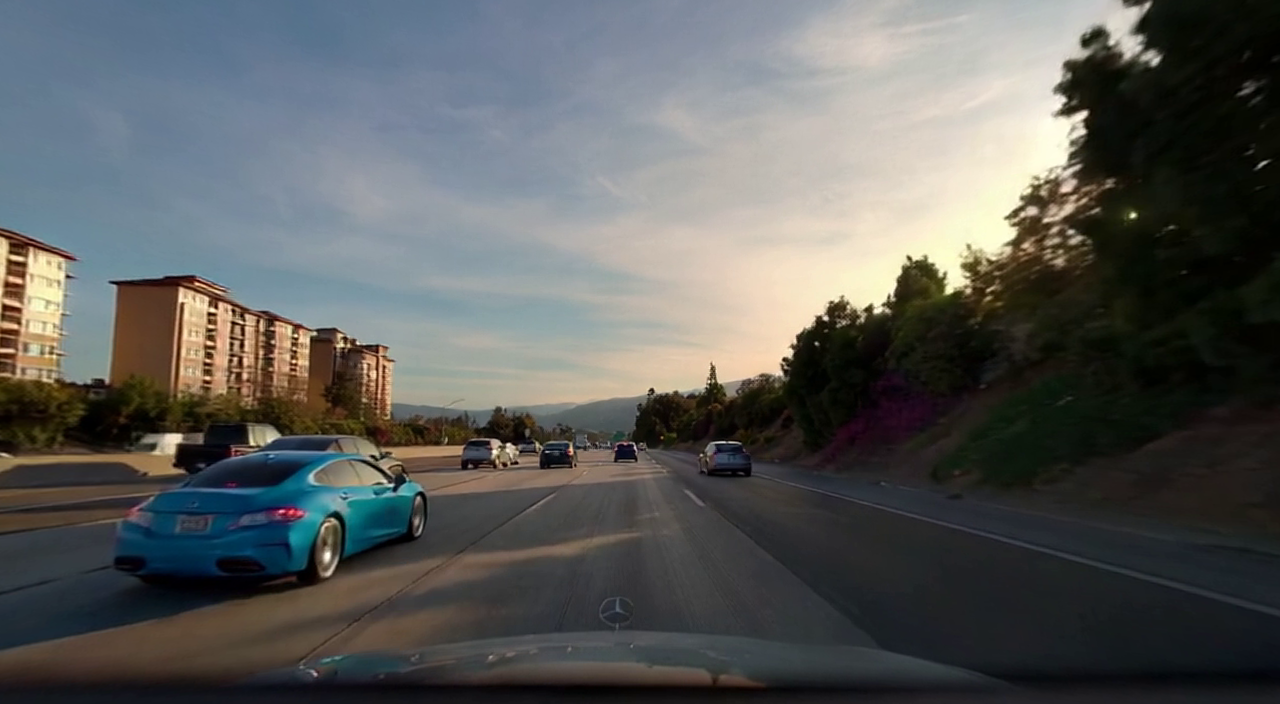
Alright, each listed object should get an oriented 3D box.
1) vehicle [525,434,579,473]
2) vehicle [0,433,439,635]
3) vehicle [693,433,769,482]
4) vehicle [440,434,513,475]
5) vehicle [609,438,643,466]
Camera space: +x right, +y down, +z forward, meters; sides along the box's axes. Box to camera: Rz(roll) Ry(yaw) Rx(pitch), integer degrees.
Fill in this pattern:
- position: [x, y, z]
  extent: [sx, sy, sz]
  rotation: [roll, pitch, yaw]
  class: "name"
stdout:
- position: [-4.270, 5.003, 31.303]
  extent: [2.044, 1.774, 4.329]
  rotation: [0, -8, 0]
  class: "vehicle"
- position: [-3.970, 1.635, 6.801]
  extent: [2.124, 1.426, 4.444]
  rotation: [0, -8, 0]
  class: "vehicle"
- position: [3.281, 3.901, 23.674]
  extent: [2.061, 1.658, 4.417]
  rotation: [0, -8, -2]
  class: "vehicle"
- position: [-7.638, 4.852, 30.090]
  extent: [2.086, 1.776, 5.080]
  rotation: [0, -8, 0]
  class: "vehicle"
- position: [-0.865, 6.340, 40.205]
  extent: [2.053, 1.650, 3.945]
  rotation: [0, -8, -1]
  class: "vehicle"
